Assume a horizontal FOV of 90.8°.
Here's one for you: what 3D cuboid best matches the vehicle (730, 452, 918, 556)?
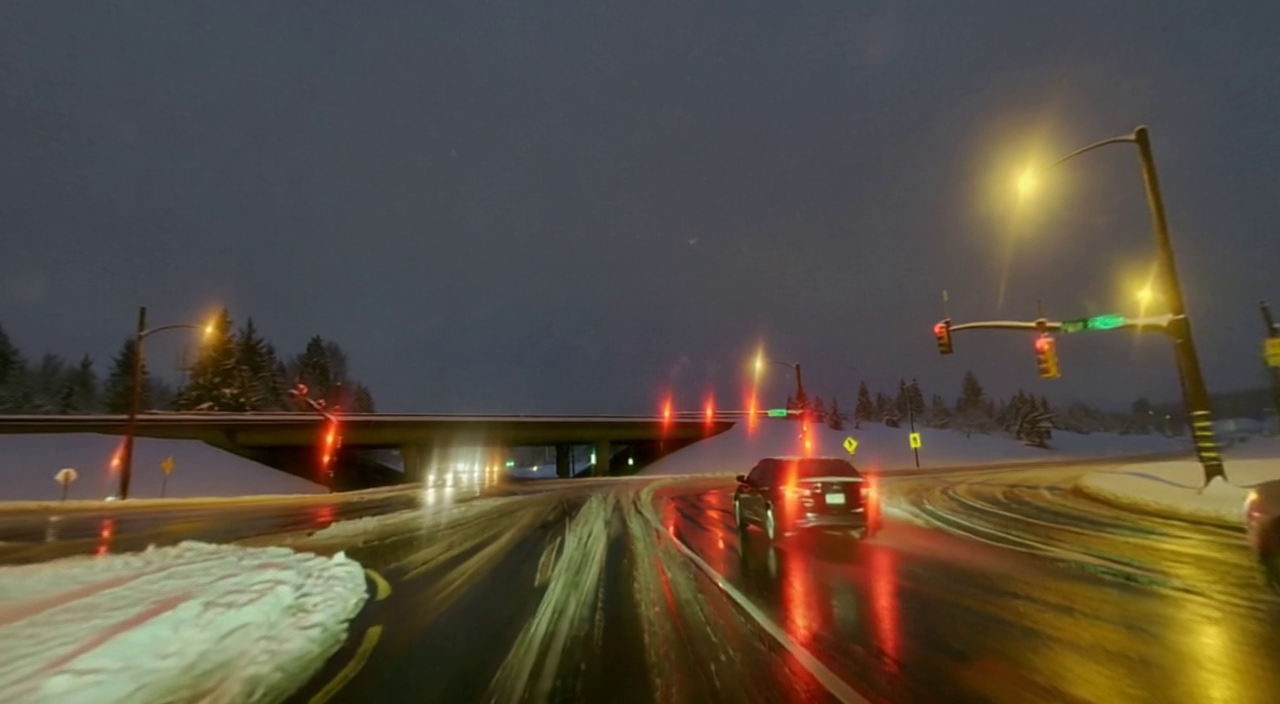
[{"bbox_3d":[2.939,2.515,11.260,1.909,1.425,4.521,0,-9,-1],"label":"vehicle"}]

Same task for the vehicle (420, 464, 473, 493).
[{"bbox_3d":[-12.924,8.462,42.552,2.126,1.506,5.411,-2,-9,-2],"label":"vehicle"}]
